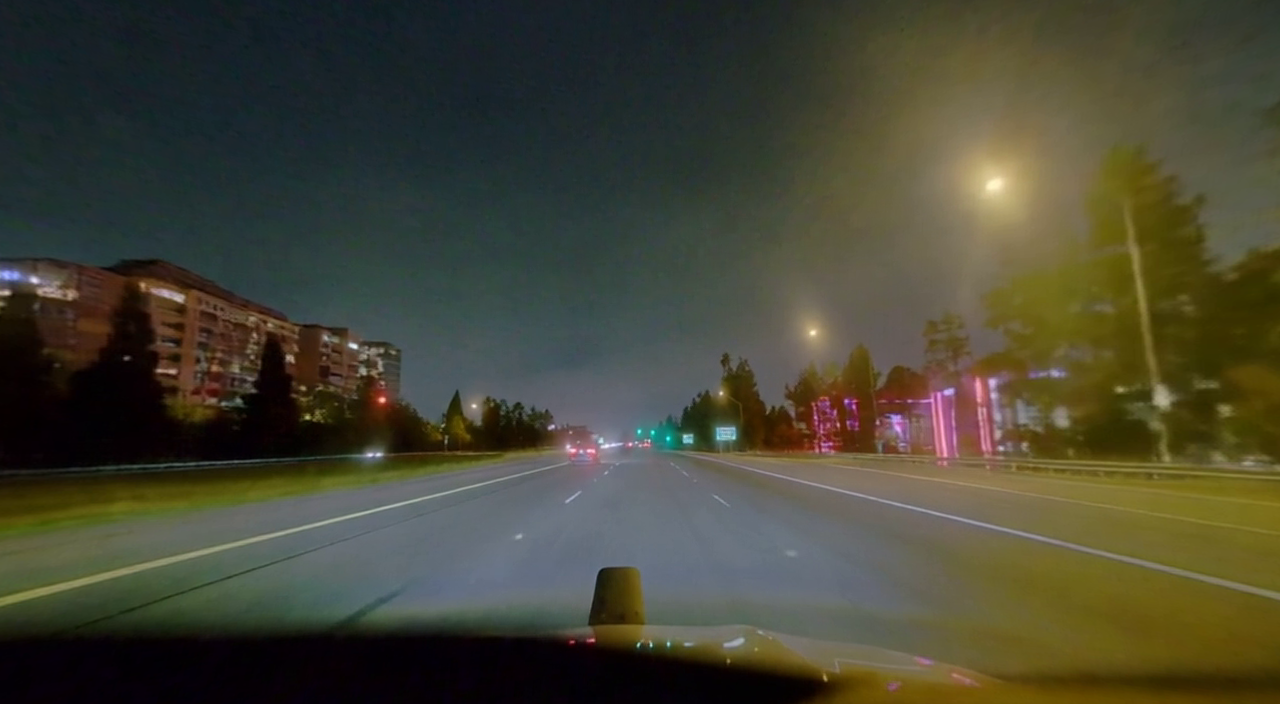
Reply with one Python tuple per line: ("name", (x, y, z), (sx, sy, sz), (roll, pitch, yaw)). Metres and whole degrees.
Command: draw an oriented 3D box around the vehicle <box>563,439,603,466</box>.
("vehicle", (-3.459, 6.168, 38.798), (2.015, 1.557, 4.229), (0, -9, 1))
